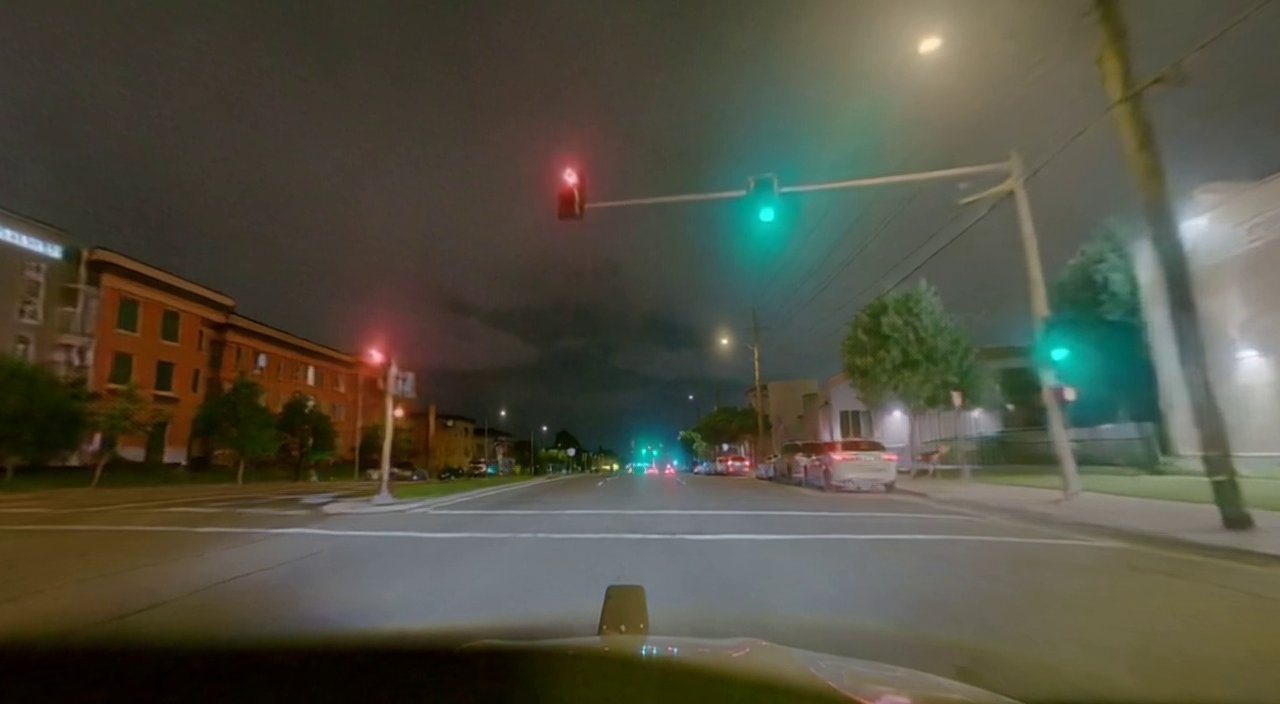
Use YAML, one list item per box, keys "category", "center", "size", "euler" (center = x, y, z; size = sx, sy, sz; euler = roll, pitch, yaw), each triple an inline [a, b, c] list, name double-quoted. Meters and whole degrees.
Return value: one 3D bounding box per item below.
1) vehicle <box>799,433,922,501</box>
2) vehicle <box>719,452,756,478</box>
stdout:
- category: "vehicle"
  center: [6.860, 3.613, 20.336]
  size: [2.148, 1.904, 4.910]
  euler: [0, -8, 0]
- category: "vehicle"
  center: [7.210, 8.403, 47.125]
  size: [1.998, 1.819, 4.621]
  euler: [0, -8, 0]
